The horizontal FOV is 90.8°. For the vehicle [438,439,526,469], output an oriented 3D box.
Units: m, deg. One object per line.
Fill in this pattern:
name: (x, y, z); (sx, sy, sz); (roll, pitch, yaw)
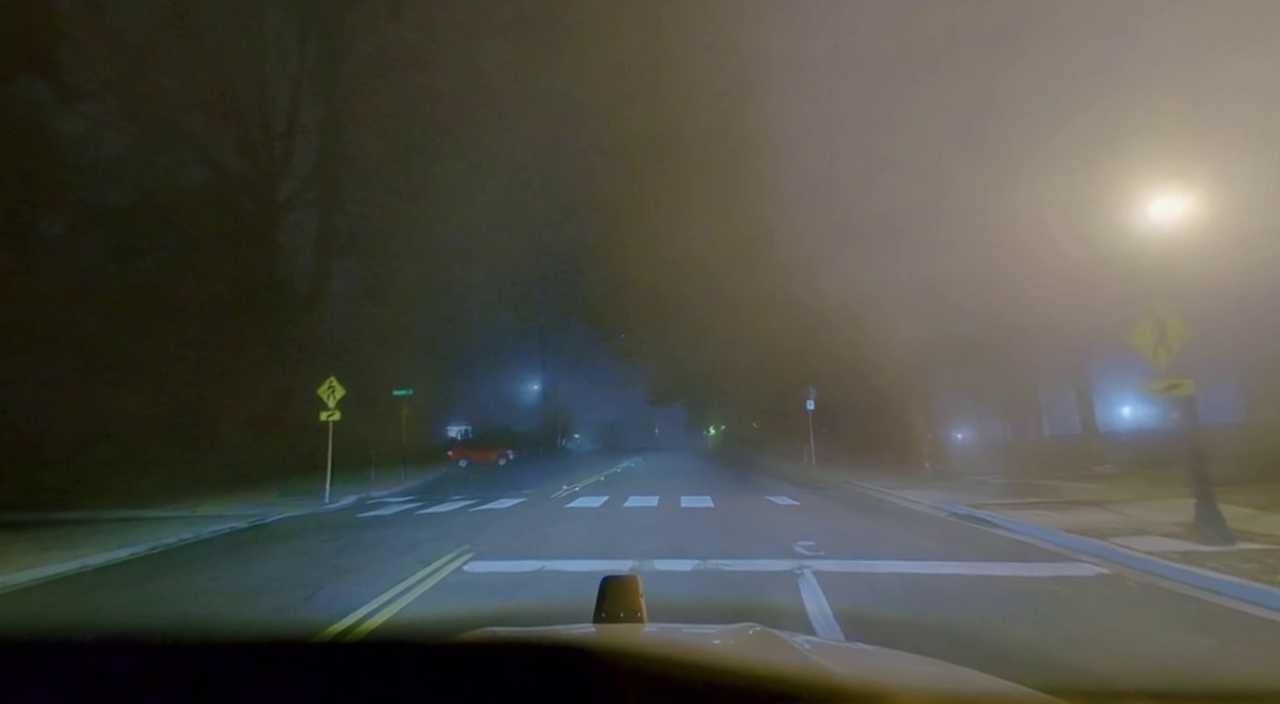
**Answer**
vehicle: (-8.792, 5.671, 35.236); (4.377, 1.596, 1.836); (-2, -9, 14)
